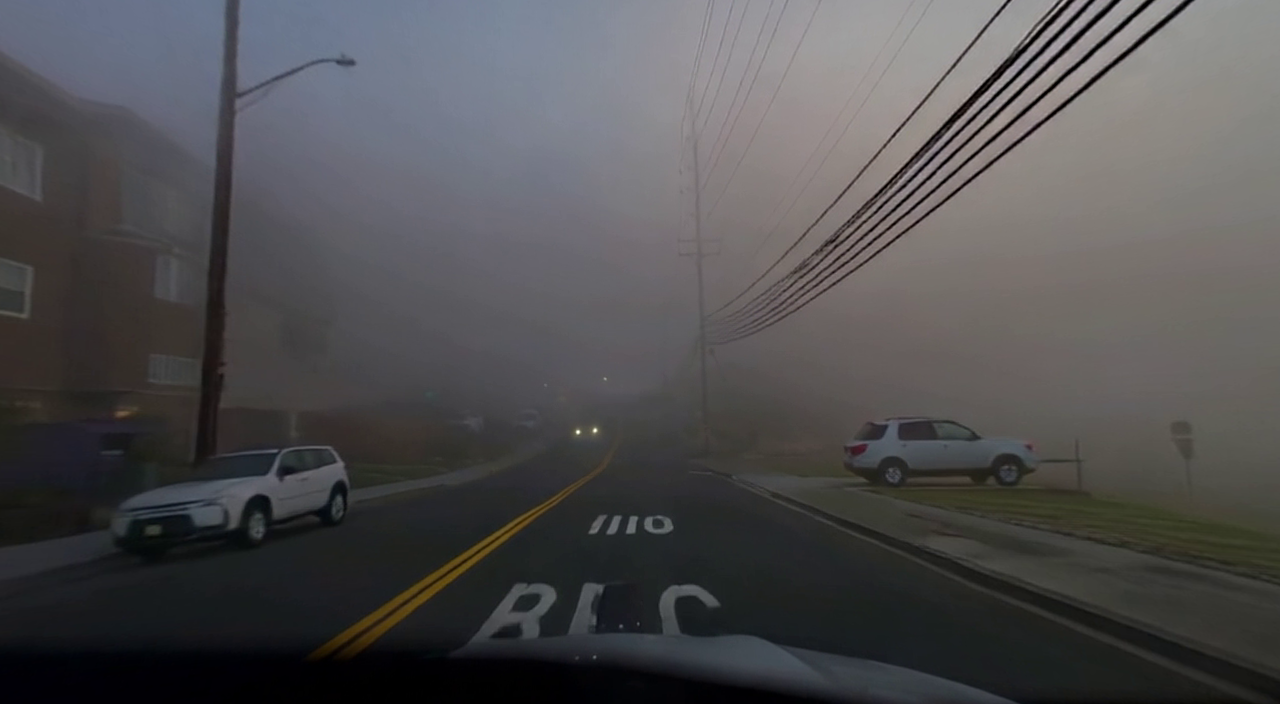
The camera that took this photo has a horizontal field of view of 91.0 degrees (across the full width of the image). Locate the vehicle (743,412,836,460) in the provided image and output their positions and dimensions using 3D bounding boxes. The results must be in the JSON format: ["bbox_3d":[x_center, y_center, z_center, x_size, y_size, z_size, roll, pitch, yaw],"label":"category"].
[{"bbox_3d":[7.890,4.496,33.529,4.286,2.044,1.913,-5,-9,-1],"label":"vehicle"}]

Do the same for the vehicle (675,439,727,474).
[{"bbox_3d":[2.749,4.818,29.298,2.063,1.503,4.415,0,-8,2],"label":"vehicle"}]

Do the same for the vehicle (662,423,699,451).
[{"bbox_3d":[2.764,6.008,44.222,2.211,1.860,4.813,0,-8,-1],"label":"vehicle"}]

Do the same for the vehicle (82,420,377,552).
[{"bbox_3d":[-6.718,2.361,11.133,2.156,1.764,4.410,-2,-12,1],"label":"vehicle"}]

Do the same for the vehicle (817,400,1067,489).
[{"bbox_3d":[7.901,2.482,16.970,5.512,1.846,2.115,-4,-8,1],"label":"vehicle"}]
